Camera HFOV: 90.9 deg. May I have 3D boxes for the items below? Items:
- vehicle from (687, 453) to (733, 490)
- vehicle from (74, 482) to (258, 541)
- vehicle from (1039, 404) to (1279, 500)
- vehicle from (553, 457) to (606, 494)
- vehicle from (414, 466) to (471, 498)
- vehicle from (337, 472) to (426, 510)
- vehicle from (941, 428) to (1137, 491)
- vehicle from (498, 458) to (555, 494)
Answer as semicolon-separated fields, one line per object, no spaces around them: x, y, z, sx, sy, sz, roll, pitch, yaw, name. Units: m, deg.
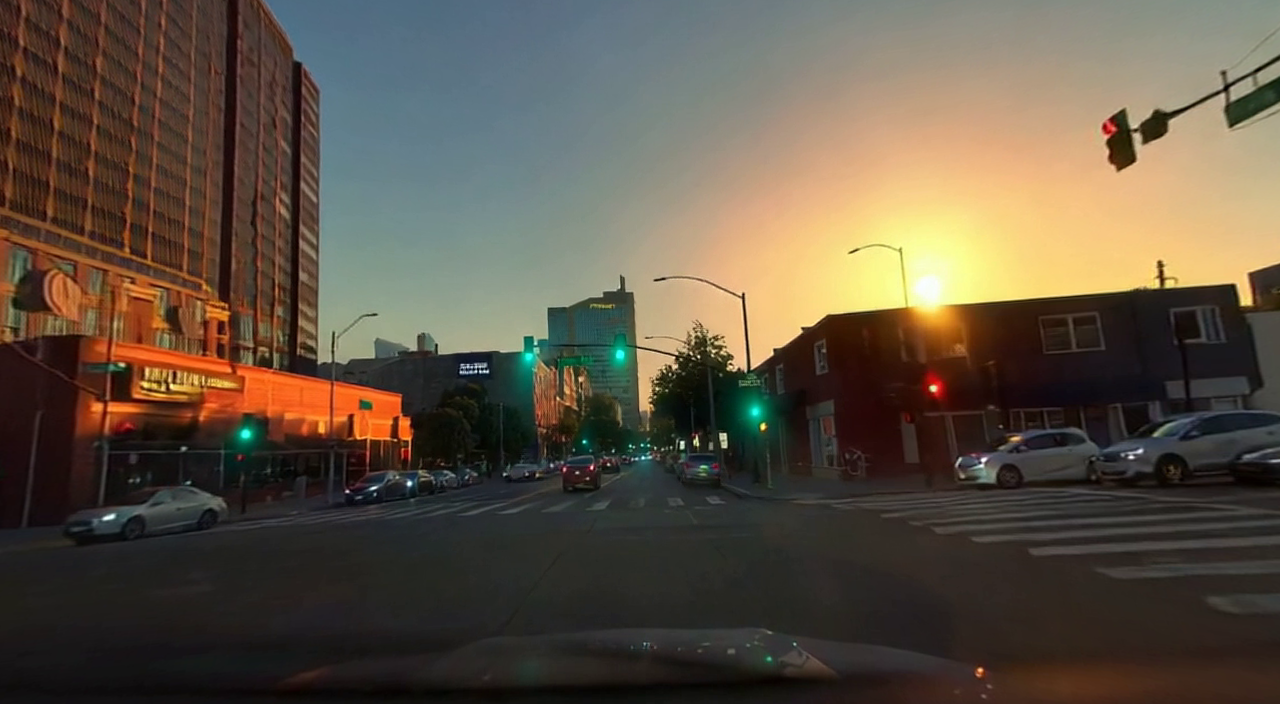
3.631;6.292;33.574;1.924;1.765;3.954;0;-8;-1;vehicle
-15.927;5.322;21.524;1.999;1.466;4.535;-4;-9;22;vehicle
12.812;2.323;14.981;5.004;1.771;2.159;-5;-8;2;vehicle
-2.718;5.649;29.167;1.973;1.496;3.713;0;-8;2;vehicle
-11.697;7.712;37.613;1.933;1.628;3.973;-1;-8;3;vehicle
-12.108;6.529;29.931;1.934;1.434;4.636;-1;-8;5;vehicle
11.340;3.089;18.185;4.288;1.689;1.909;0;-8;2;vehicle
-5.588;6.141;31.529;1.942;1.559;4.298;0;-8;2;vehicle
